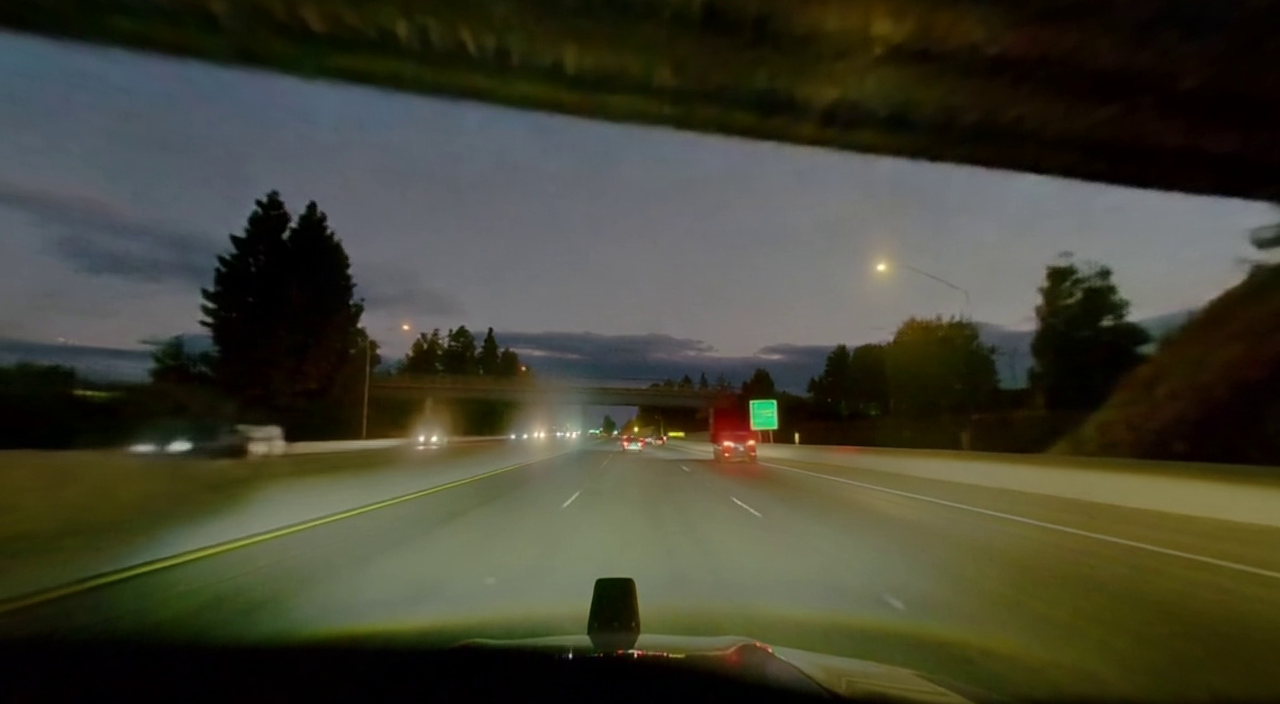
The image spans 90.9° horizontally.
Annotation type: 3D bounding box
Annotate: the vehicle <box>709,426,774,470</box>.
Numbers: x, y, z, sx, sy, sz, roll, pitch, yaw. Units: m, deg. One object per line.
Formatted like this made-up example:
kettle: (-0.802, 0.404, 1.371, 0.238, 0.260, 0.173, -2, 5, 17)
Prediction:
vehicle: (3.962, 3.814, 25.244, 1.892, 1.600, 3.782, 0, -8, -2)

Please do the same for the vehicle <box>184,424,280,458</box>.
vehicle: (-21.175, 4.635, 32.993, 1.992, 1.646, 4.656, 0, -8, -1)

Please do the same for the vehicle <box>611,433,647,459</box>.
vehicle: (-0.685, 5.472, 36.789, 1.987, 1.440, 3.565, 0, -8, -2)
